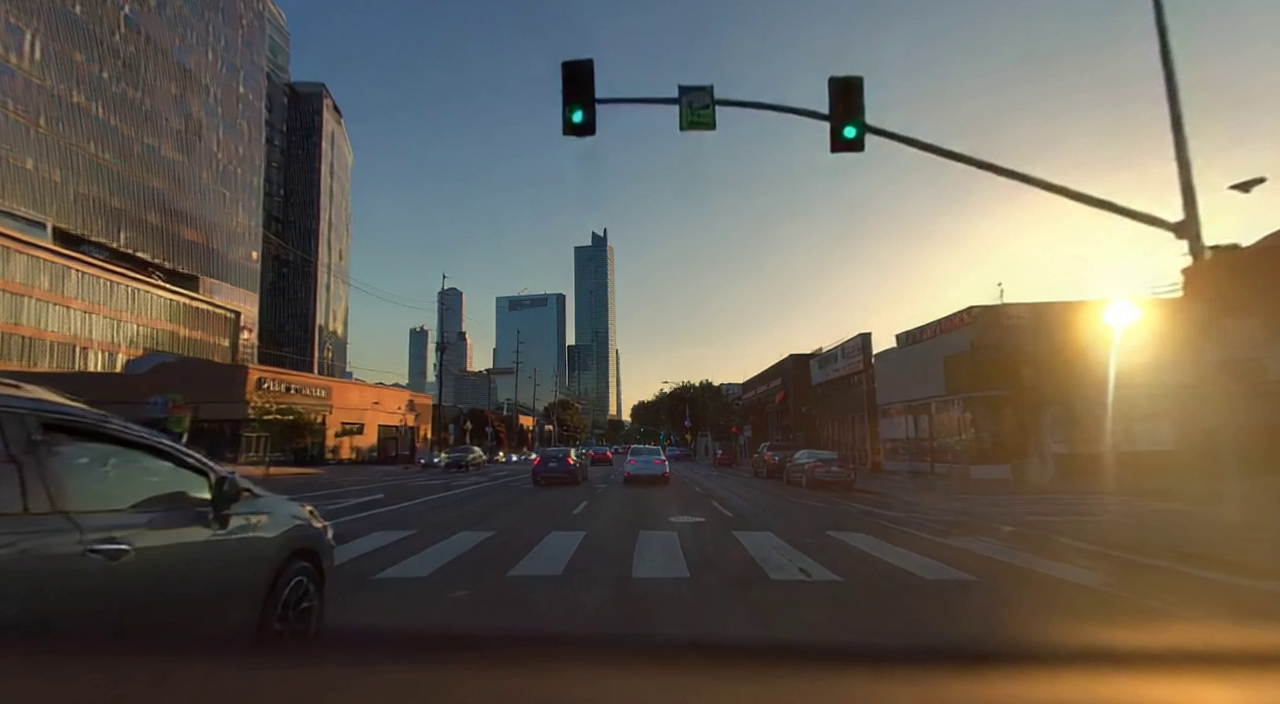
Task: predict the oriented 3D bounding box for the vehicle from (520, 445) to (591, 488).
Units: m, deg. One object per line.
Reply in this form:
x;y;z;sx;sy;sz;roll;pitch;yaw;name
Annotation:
-3.071;4.271;23.878;1.950;1.450;4.257;0;-9;2;vehicle

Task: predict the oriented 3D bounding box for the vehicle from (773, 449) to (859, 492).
6.529;4.410;23.909;1.944;1.462;4.406;0;-9;0;vehicle

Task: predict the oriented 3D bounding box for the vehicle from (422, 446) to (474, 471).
-13.565;7.543;44.818;2.064;1.643;4.593;0;-9;2;vehicle

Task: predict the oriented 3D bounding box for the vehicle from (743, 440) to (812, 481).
6.609;5.280;30.940;2.159;1.817;5.056;0;-9;-1;vehicle

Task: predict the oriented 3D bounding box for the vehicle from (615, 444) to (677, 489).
0.223;4.095;22.949;2.037;1.484;4.073;0;-9;1;vehicle

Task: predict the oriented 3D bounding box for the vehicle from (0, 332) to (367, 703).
-2.933;0.800;2.041;2.049;1.646;4.445;0;-9;1;vehicle
